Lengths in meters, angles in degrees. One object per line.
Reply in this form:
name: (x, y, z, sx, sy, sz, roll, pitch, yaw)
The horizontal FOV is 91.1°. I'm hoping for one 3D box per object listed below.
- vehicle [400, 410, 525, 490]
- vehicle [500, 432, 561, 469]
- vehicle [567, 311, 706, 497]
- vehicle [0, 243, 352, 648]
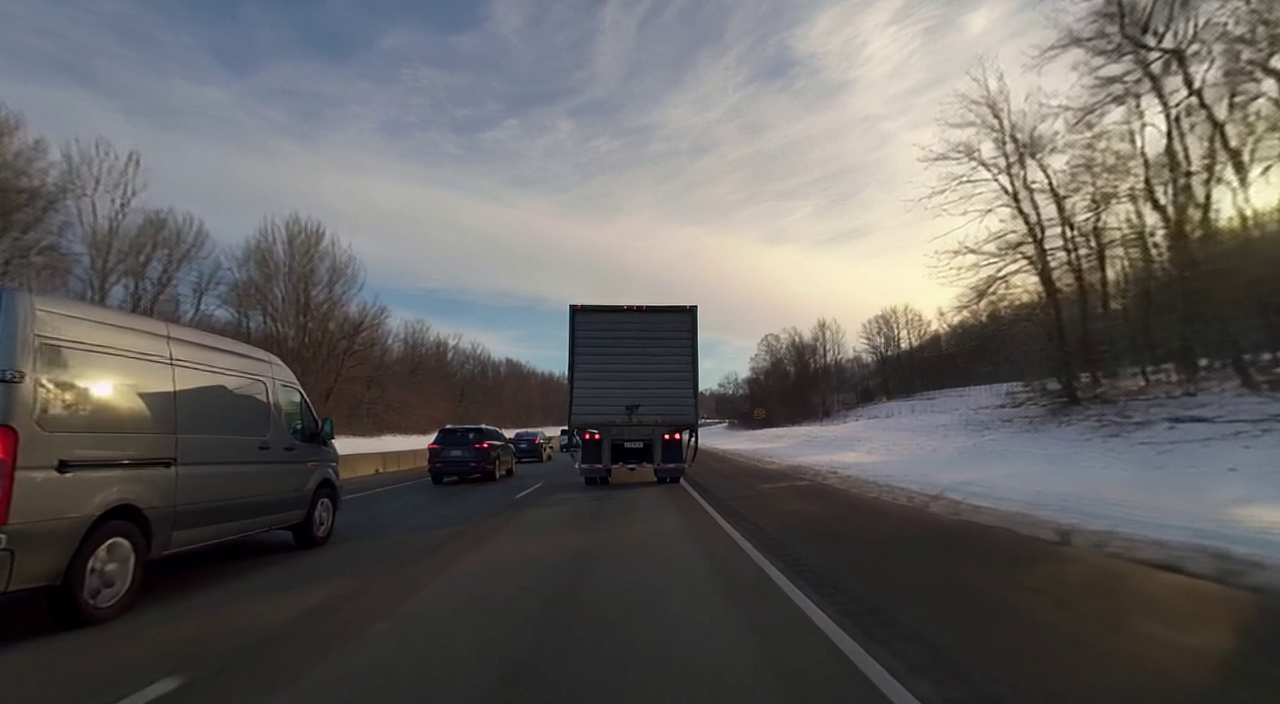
vehicle: (-4.893, 2.801, 18.275, 2.168, 1.985, 4.952, 0, -8, 0)
vehicle: (-4.858, 4.401, 28.479, 1.931, 1.539, 4.441, 0, -8, 0)
vehicle: (-0.096, 1.760, 18.652, 2.953, 4.041, 10.072, 0, -8, 0)
vehicle: (-5.251, 0.852, 5.897, 2.478, 2.515, 5.438, 0, -8, 0)
